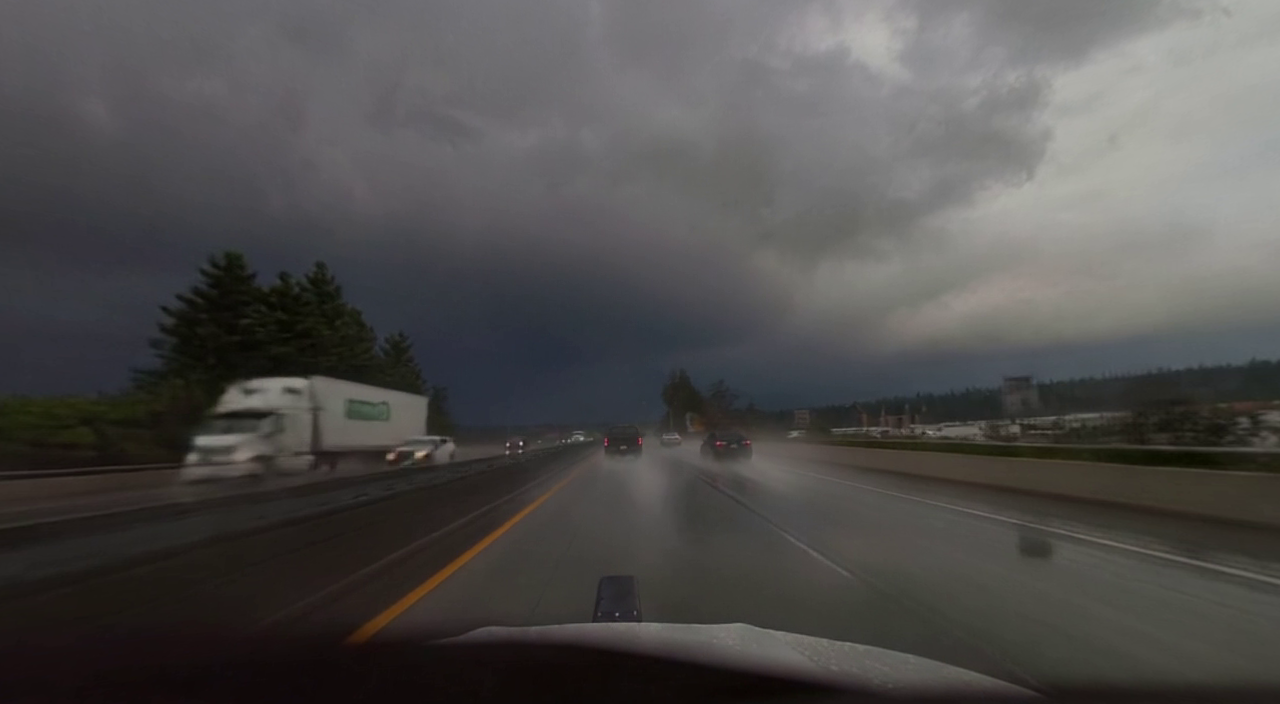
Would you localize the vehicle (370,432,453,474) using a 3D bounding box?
[{"bbox_3d":[-9.476,4.187,26.506,1.953,1.598,4.409,0,-8,-2],"label":"vehicle"}]

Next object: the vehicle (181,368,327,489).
[{"bbox_3d":[-13.724,2.774,22.755,2.990,4.029,3.259,0,-8,-1],"label":"vehicle"}]

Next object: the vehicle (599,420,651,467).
[{"bbox_3d":[-0.721,4.341,30.164,2.270,2.044,4.633,0,-8,-2],"label":"vehicle"}]

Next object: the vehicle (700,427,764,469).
[{"bbox_3d":[3.775,4.014,26.569,1.981,1.606,3.956,0,-8,-2],"label":"vehicle"}]
